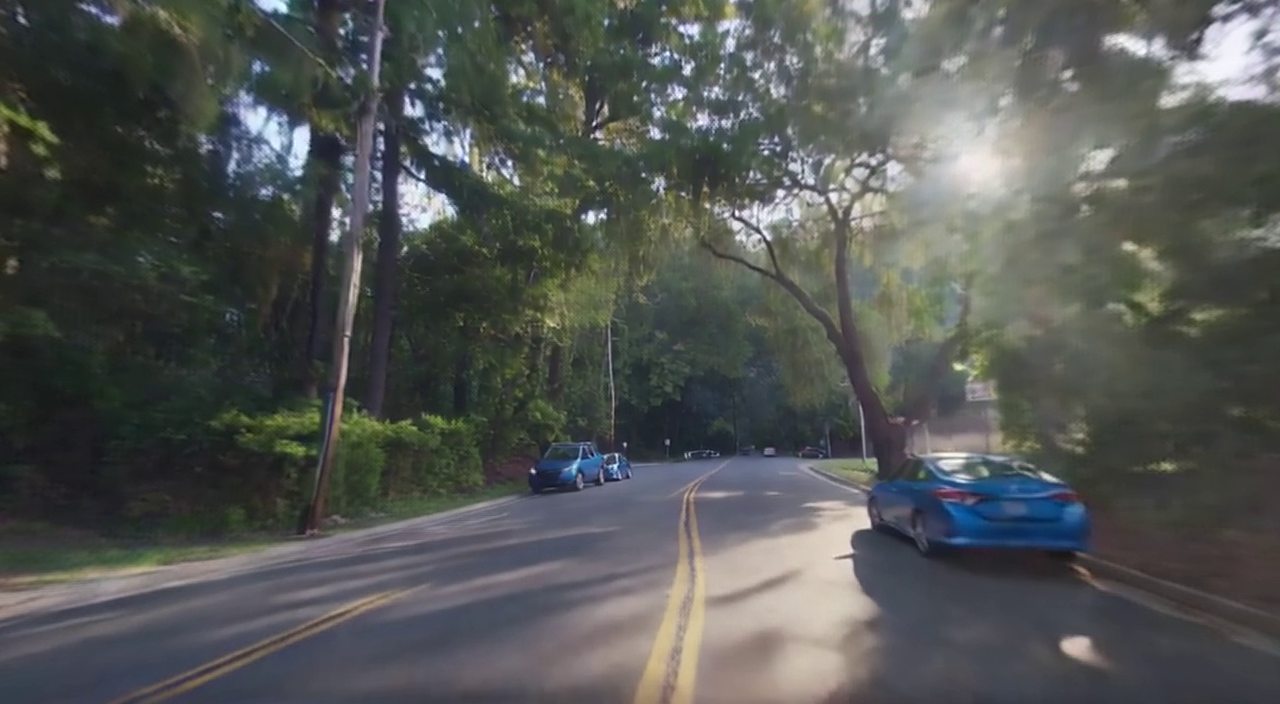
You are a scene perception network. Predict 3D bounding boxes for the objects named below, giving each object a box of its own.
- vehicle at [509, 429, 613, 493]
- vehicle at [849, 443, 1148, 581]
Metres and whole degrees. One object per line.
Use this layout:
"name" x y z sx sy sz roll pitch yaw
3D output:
"vehicle" -3.002 4.520 25.513 2.583 2.167 5.667 -5 -13 9
"vehicle" 4.542 2.023 9.004 2.033 1.424 4.560 -1 -8 7
